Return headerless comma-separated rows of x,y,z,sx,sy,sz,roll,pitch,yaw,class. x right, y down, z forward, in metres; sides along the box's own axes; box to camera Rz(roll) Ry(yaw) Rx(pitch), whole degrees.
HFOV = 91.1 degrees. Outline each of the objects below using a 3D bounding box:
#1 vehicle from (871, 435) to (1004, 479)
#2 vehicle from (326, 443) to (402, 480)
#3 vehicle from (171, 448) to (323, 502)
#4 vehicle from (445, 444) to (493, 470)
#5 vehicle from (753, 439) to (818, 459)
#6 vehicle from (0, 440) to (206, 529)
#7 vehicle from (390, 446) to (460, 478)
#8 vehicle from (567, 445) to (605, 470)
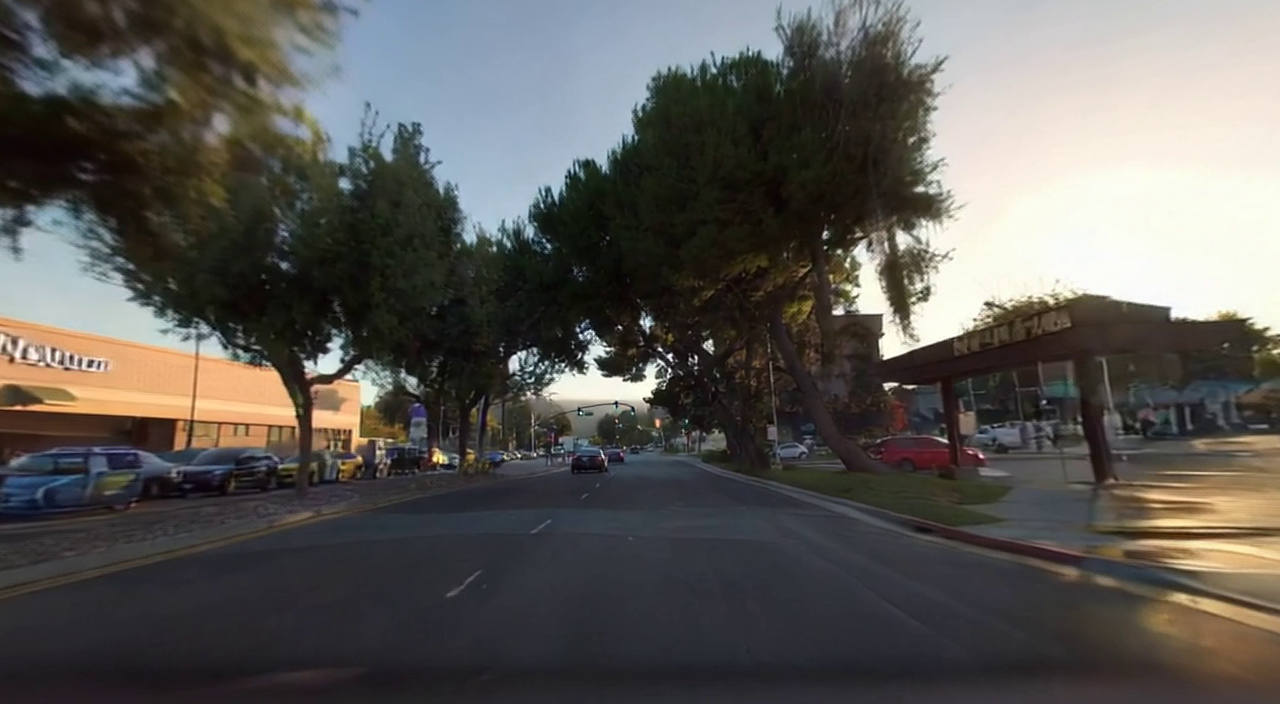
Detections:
10.977,3.896,23.408,3.935,1.518,1.985,0,-9,-1,vehicle
-15.080,5.994,34.640,1.936,1.813,4.921,-1,-8,0,vehicle
-12.203,3.815,19.942,1.948,1.453,4.431,0,-8,0,vehicle
-11.479,7.075,42.517,2.044,1.649,4.211,0,-9,0,vehicle
11.522,7.689,49.884,4.607,1.471,1.982,0,-8,-2,vehicle
-11.950,2.768,13.771,1.852,1.621,4.166,0,-8,0,vehicle
-11.929,6.109,35.185,2.024,1.656,4.837,-1,-9,2,vehicle
-3.335,6.597,39.433,1.966,1.481,4.385,0,-9,0,vehicle
